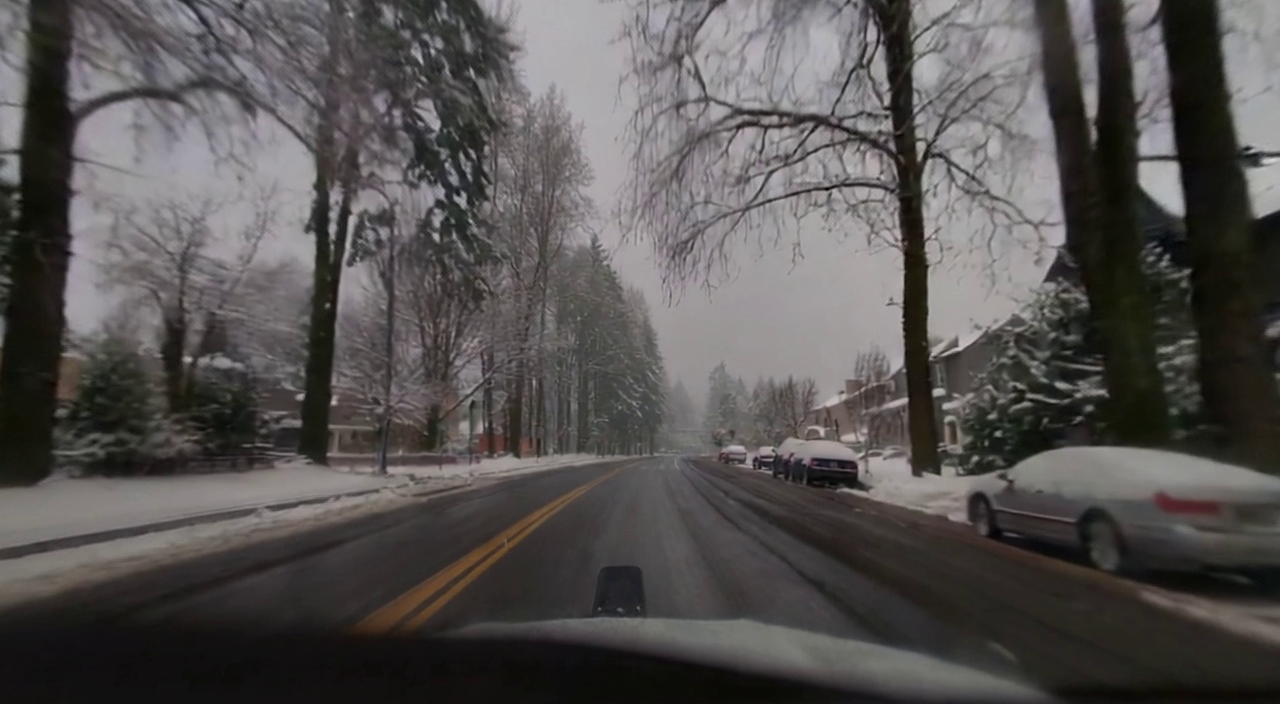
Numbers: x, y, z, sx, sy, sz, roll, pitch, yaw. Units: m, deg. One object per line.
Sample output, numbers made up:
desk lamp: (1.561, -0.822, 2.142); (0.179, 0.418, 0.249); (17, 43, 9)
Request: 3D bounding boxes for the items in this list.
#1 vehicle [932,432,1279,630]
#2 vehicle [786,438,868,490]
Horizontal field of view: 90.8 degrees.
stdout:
vehicle: (5.547, 1.729, 7.309); (2.085, 1.485, 4.932); (0, -9, 2)
vehicle: (6.495, 3.915, 22.404); (1.798, 1.669, 3.626); (0, -9, 0)
